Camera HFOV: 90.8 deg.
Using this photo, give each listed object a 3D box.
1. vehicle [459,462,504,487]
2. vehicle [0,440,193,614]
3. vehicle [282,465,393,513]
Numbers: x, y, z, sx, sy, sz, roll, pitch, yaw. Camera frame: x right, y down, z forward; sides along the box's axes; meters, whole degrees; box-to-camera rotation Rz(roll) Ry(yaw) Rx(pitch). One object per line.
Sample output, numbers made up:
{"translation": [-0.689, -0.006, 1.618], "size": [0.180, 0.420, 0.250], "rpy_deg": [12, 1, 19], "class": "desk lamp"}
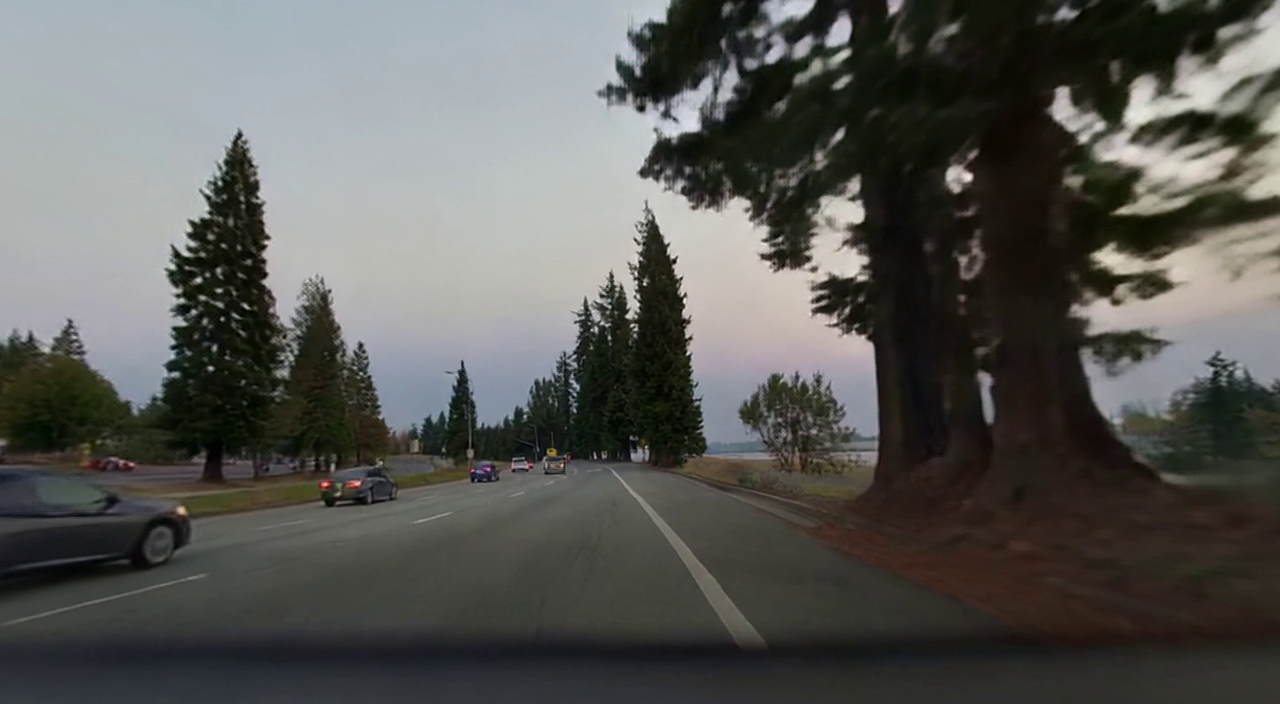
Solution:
{"translation": [-10.755, 8.327, 43.171], "size": [1.886, 1.535, 4.742], "rpy_deg": [0, -9, 0], "class": "vehicle"}
{"translation": [-7.589, 1.803, 6.585], "size": [2.210, 1.737, 4.649], "rpy_deg": [-1, -9, 4], "class": "vehicle"}
{"translation": [-11.206, 5.072, 23.796], "size": [1.781, 1.476, 4.513], "rpy_deg": [-1, -9, 3], "class": "vehicle"}
